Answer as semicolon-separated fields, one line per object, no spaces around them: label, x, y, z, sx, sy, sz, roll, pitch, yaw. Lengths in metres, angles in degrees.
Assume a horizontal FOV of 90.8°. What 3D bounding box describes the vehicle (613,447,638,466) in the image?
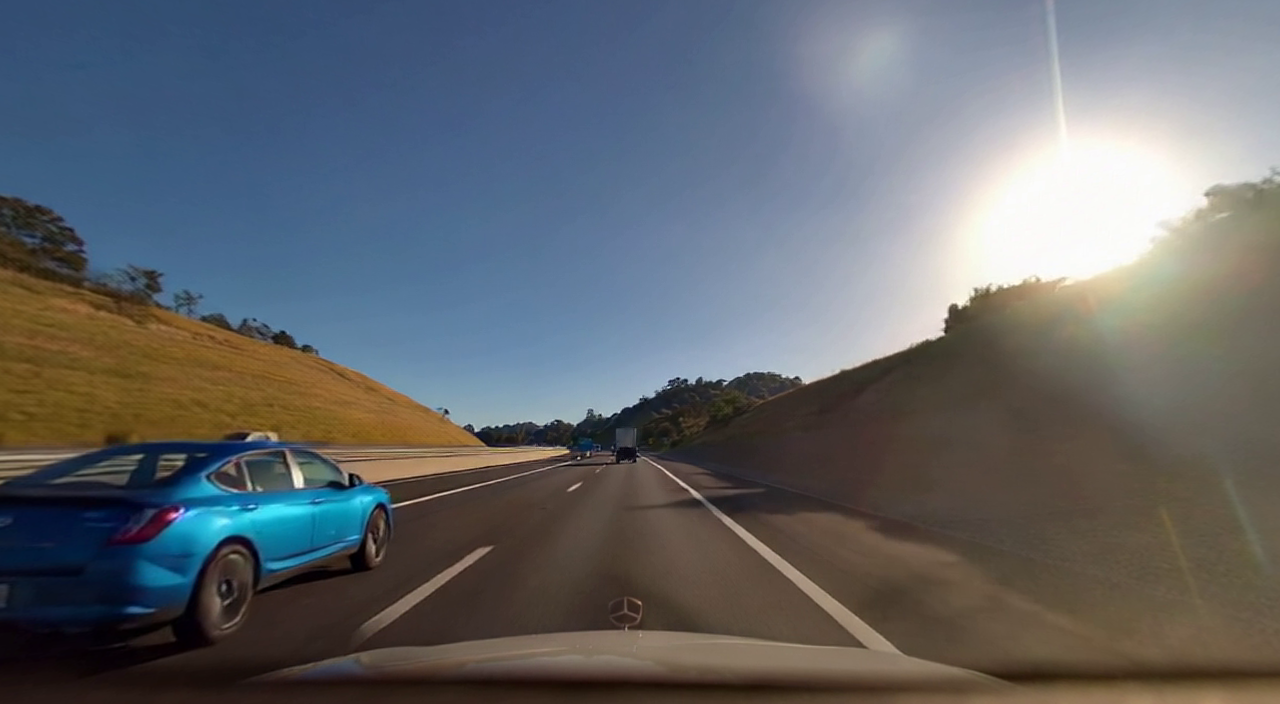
vehicle;-1.085;8.245;49.959;1.891;1.456;3.806;0;-9;0

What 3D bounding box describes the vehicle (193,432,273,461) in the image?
vehicle;-23.093;5.416;35.997;1.794;1.507;4.208;0;-9;-1
